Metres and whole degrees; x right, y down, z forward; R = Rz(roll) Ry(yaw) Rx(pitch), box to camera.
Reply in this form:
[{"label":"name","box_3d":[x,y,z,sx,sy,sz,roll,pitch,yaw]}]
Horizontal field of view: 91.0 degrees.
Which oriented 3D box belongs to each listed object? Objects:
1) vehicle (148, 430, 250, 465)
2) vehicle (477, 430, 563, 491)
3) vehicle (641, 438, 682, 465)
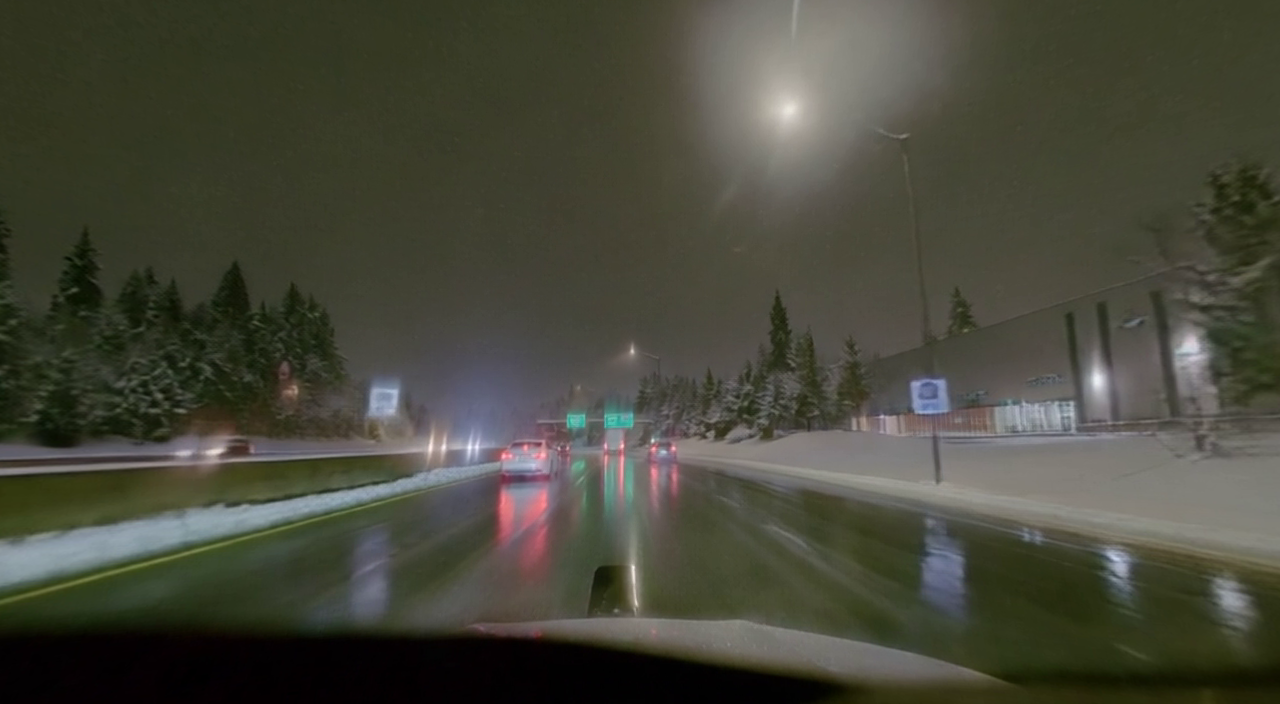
[{"label":"vehicle","box_3d":[-26.091,5.680,37.449,2.151,1.906,4.729,-2,-8,9]},{"label":"vehicle","box_3d":[-3.762,3.460,20.517,2.080,1.733,4.410,0,-8,-2]},{"label":"vehicle","box_3d":[1.310,6.378,40.444,2.078,1.608,3.982,0,-8,-6]}]
